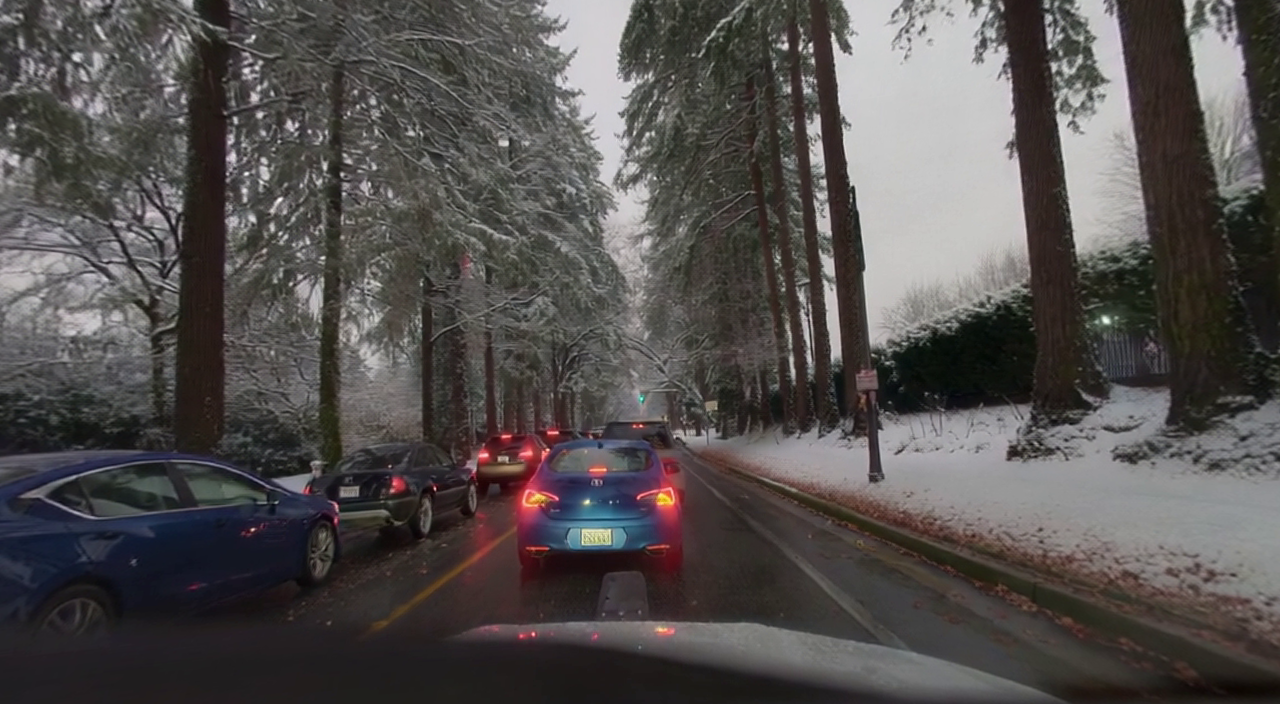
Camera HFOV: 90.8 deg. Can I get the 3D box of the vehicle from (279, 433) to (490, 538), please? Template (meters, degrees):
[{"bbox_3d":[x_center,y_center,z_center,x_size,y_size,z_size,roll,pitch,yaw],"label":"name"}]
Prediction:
[{"bbox_3d":[-4.257,2.276,11.471,1.898,1.503,4.453,0,-8,1],"label":"vehicle"}]

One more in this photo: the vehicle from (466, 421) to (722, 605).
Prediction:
[{"bbox_3d":[-0.417,1.645,7.393,2.127,1.517,4.090,0,-8,-1],"label":"vehicle"}]

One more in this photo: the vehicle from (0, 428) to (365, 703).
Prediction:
[{"bbox_3d":[-3.810,1.289,4.469,1.784,1.408,4.141,0,-8,1],"label":"vehicle"}]
